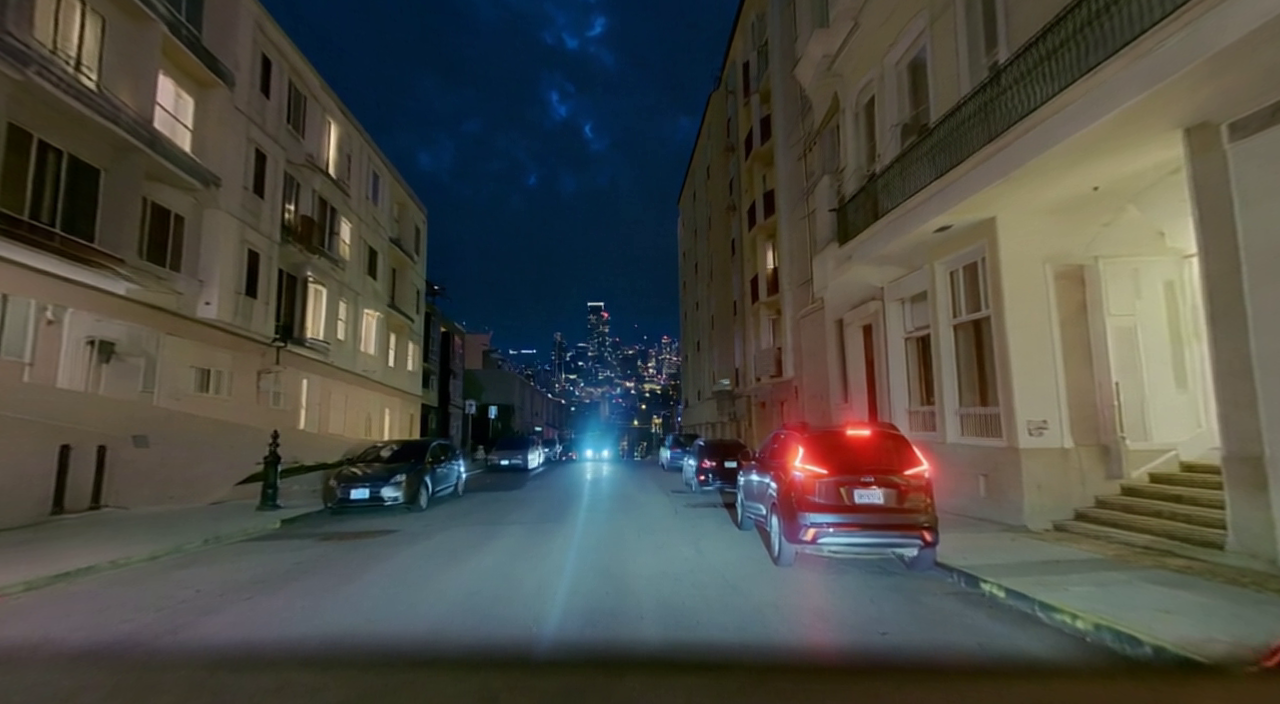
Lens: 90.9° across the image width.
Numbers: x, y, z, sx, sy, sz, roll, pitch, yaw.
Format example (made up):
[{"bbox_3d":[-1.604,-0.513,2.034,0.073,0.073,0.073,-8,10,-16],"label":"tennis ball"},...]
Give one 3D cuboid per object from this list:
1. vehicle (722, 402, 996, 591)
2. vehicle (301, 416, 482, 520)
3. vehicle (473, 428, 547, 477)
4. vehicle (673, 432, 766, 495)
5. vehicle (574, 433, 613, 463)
[{"bbox_3d":[2.227,1.560,7.673,1.839,1.678,3.918,0,-8,-1],"label":"vehicle"},{"bbox_3d":[-4.550,2.235,12.383,1.883,1.499,4.426,6,-10,-3],"label":"vehicle"},{"bbox_3d":[-4.846,3.834,24.092,1.942,1.521,3.761,5,-9,0],"label":"vehicle"},{"bbox_3d":[1.976,2.909,16.951,1.786,1.447,4.314,0,-8,-2],"label":"vehicle"},{"bbox_3d":[-2.468,5.174,34.106,1.845,1.544,3.388,0,-8,0],"label":"vehicle"}]
